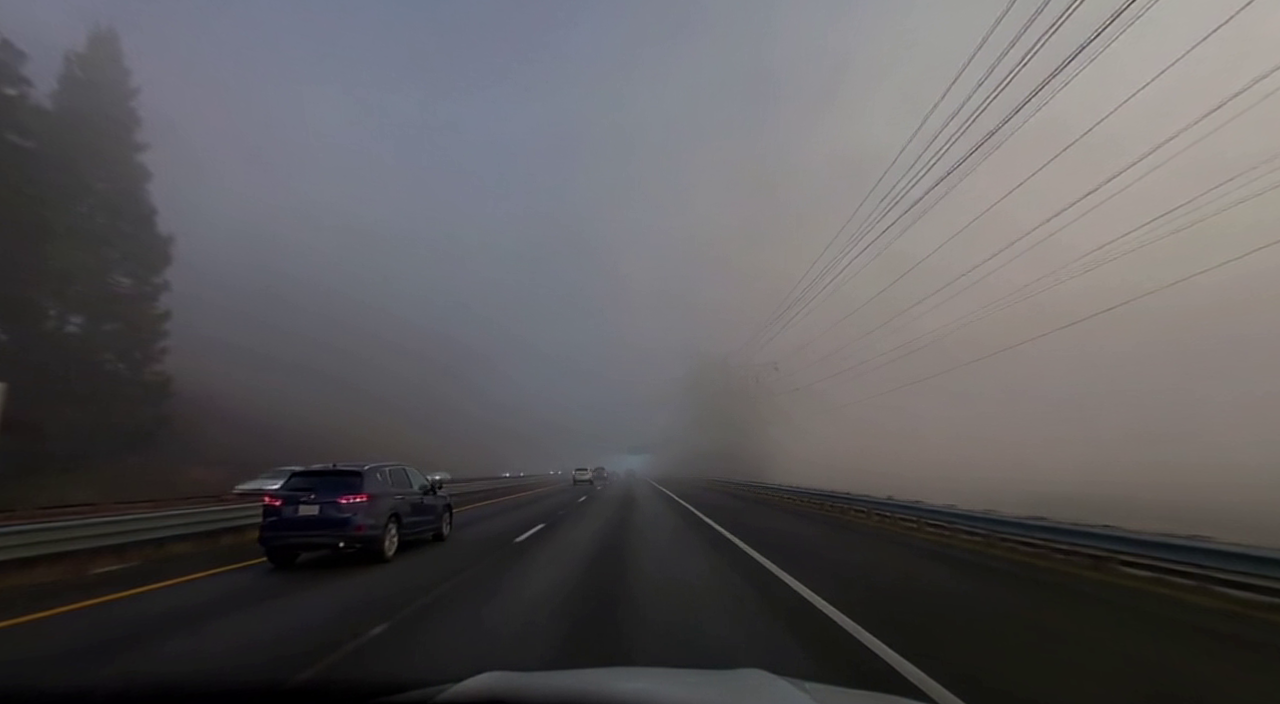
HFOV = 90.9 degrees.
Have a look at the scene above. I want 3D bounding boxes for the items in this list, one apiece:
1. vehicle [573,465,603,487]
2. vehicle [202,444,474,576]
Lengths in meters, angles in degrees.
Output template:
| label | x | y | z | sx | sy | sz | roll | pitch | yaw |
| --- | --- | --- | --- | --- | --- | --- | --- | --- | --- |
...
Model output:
| label | x | y | z | sx | sy | sz | roll | pitch | yaw |
| --- | --- | --- | --- | --- | --- | --- | --- | --- | --- |
| vehicle | -3.697 | 8.944 | 45.576 | 1.884 | 1.486 | 3.934 | 1 | -11 | -1 |
| vehicle | -4.110 | 2.250 | 9.569 | 1.963 | 1.501 | 4.227 | 1 | -10 | 1 |
